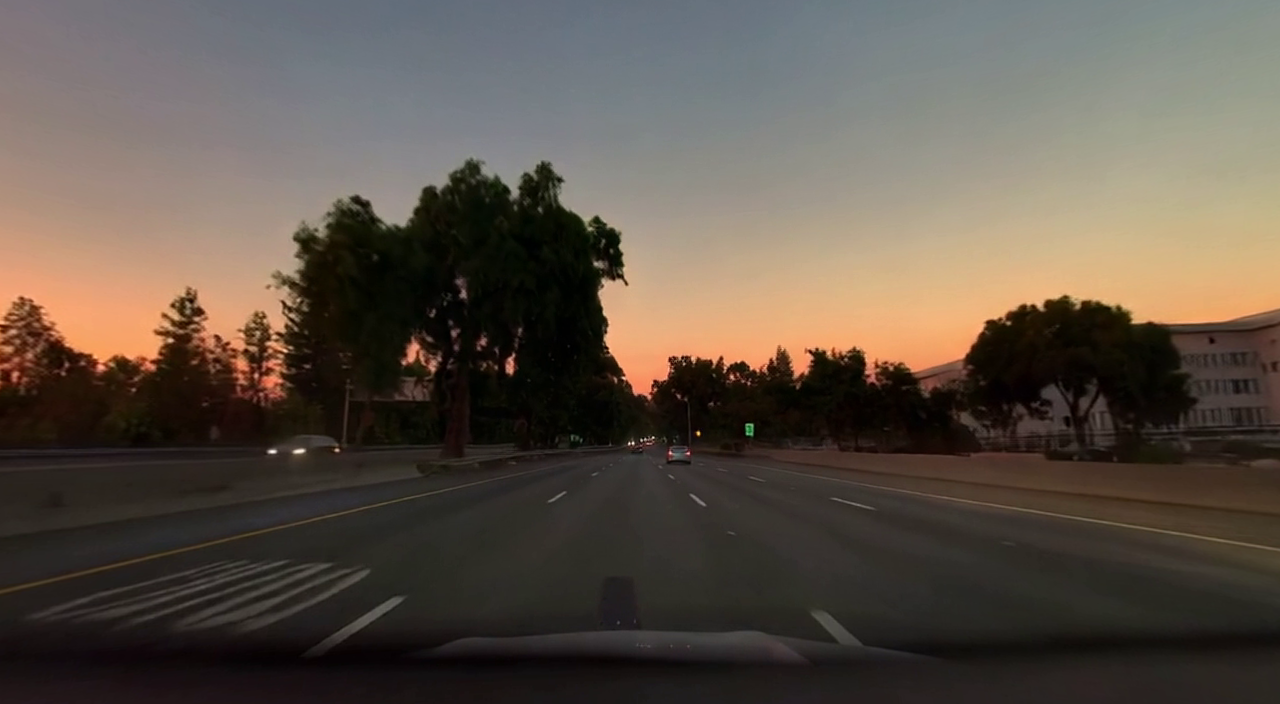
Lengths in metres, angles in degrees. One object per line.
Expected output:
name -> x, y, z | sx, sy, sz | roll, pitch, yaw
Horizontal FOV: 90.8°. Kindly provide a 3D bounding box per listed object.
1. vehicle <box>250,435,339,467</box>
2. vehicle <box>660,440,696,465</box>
vehicle -> -17.696, 5.080, 32.610 | 1.921, 1.521, 4.613 | 0, -9, 1
vehicle -> 2.675, 7.258, 45.537 | 2.127, 1.692, 4.382 | 0, -9, -2
